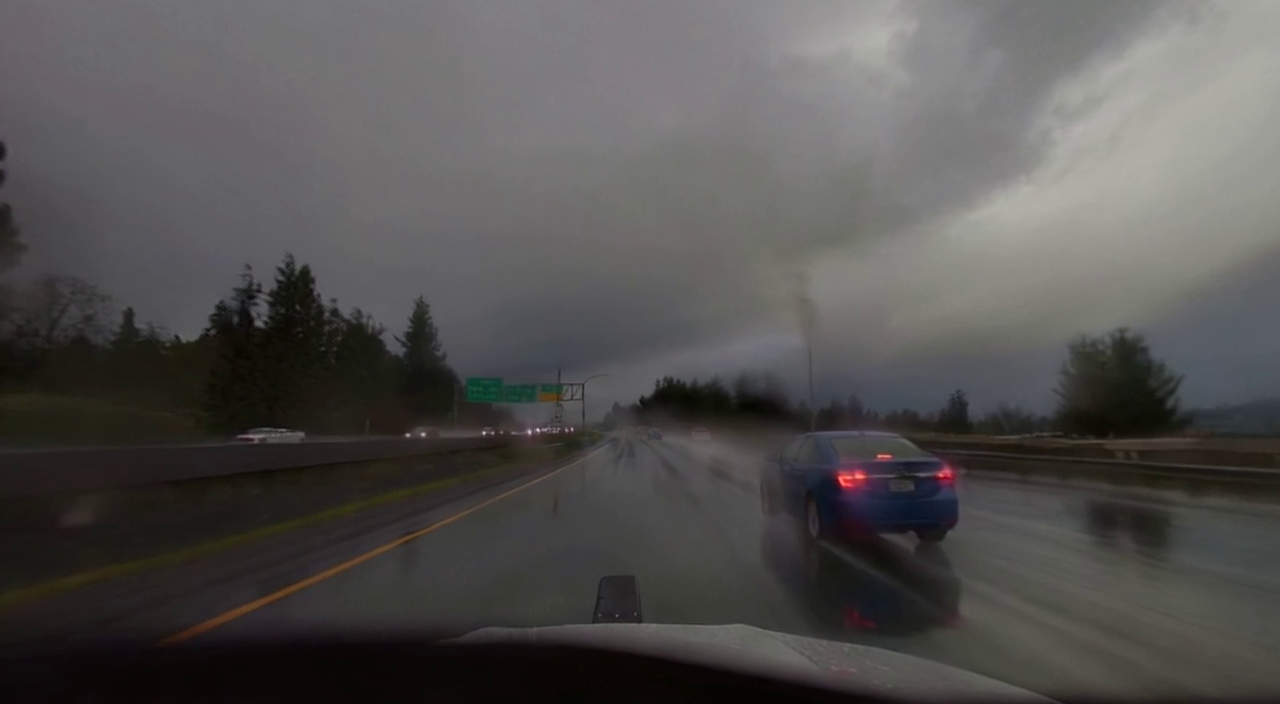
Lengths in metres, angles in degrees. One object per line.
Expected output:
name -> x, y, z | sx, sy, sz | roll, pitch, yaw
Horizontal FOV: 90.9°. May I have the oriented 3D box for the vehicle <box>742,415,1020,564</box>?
vehicle -> 2.708, 1.634, 8.334 | 1.977, 1.443, 4.225 | 0, -8, -1
